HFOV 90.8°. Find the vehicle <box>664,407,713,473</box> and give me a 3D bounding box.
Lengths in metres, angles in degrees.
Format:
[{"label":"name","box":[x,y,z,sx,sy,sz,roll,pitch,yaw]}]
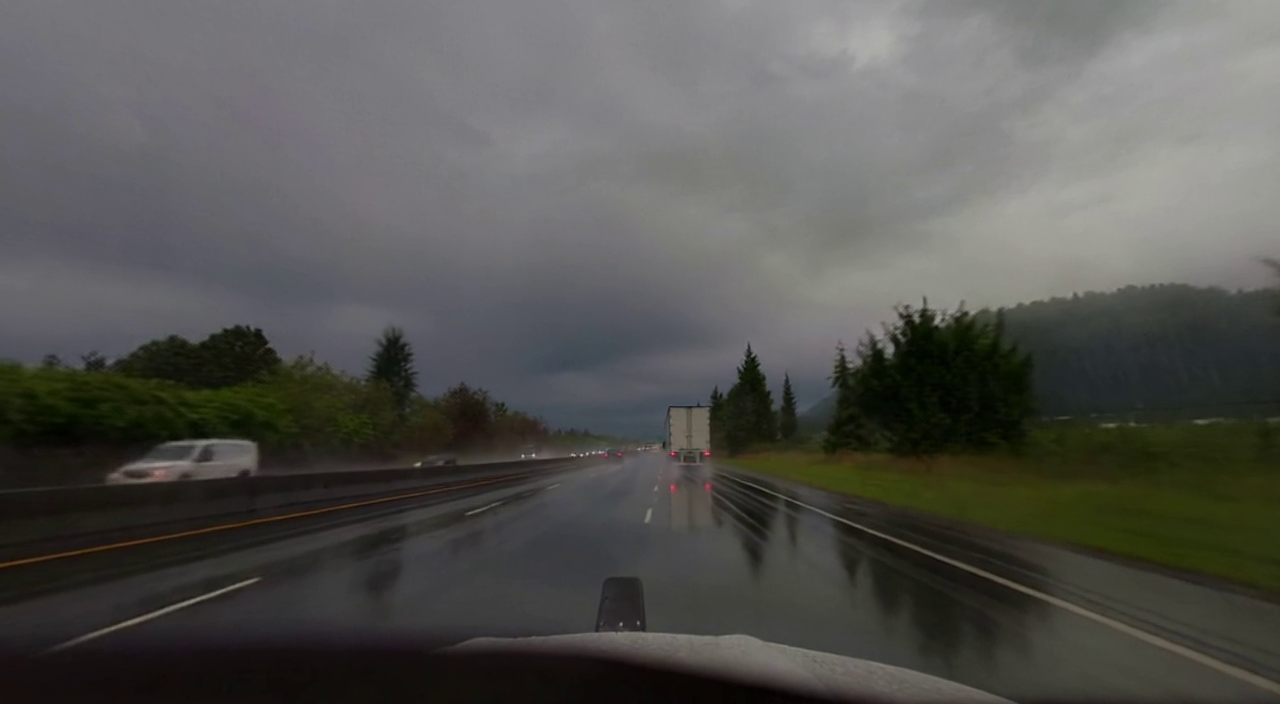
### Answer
[{"label":"vehicle","box":[3.215,6.526,45.659,2.901,4.032,14.338,0,-9,2]}]
